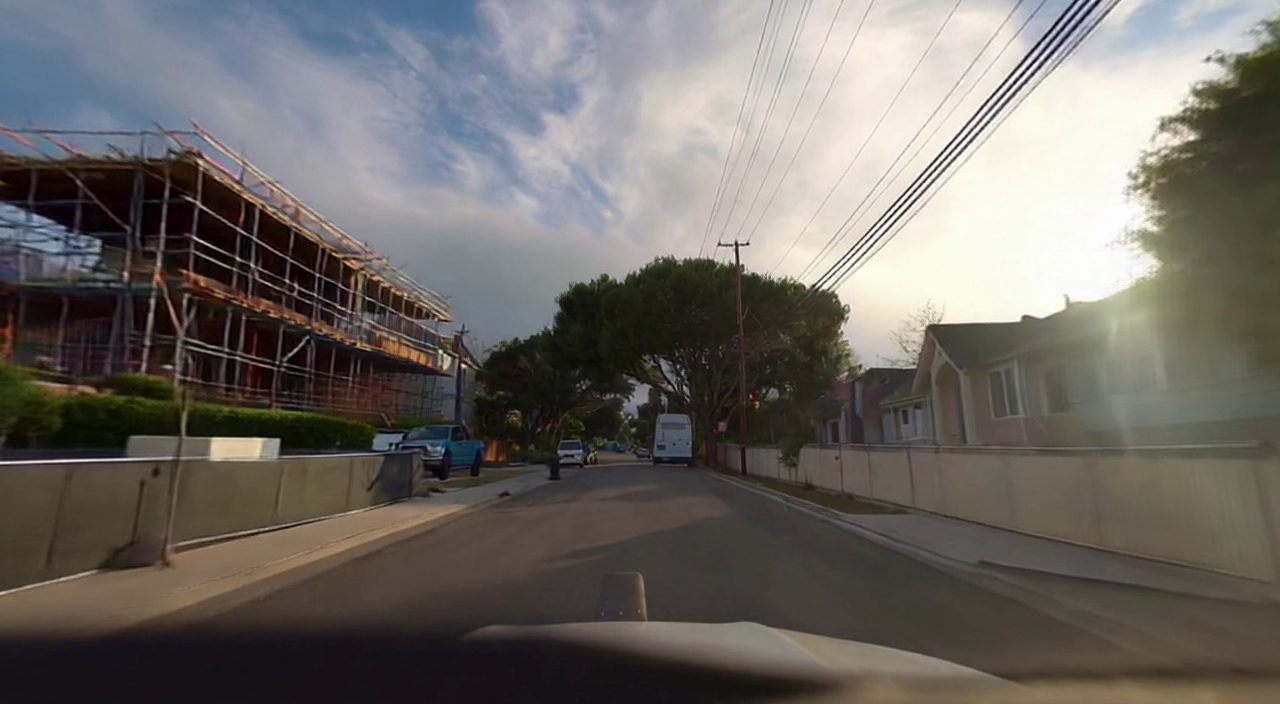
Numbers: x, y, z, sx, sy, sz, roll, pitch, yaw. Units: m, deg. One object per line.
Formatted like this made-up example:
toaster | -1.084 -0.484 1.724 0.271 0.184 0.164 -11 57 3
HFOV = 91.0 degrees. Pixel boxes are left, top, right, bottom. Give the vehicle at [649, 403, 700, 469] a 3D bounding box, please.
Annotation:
vehicle | 2.299 6.021 43.360 2.915 3.793 9.963 4 -11 3

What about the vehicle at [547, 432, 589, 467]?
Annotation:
vehicle | -4.812 6.548 42.710 2.171 1.910 4.789 -1 -4 2

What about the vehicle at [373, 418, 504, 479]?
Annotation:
vehicle | -6.977 3.441 22.698 2.238 1.895 5.648 -1 -8 8
